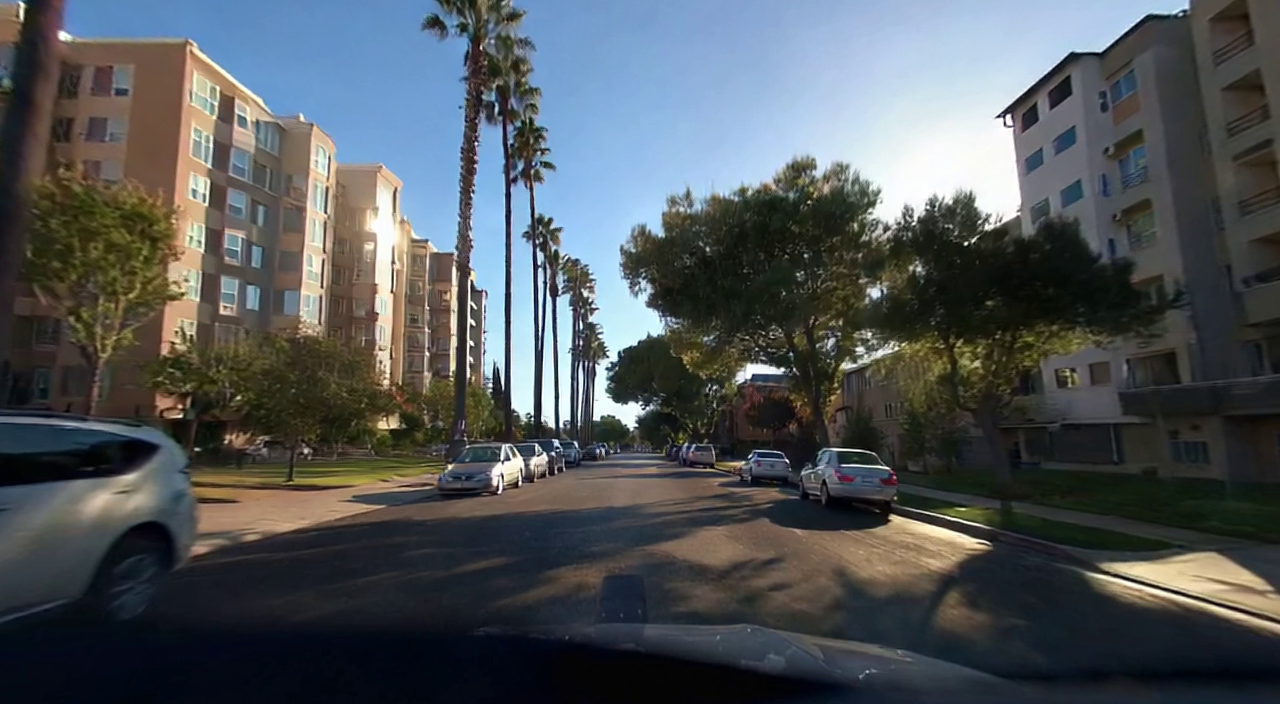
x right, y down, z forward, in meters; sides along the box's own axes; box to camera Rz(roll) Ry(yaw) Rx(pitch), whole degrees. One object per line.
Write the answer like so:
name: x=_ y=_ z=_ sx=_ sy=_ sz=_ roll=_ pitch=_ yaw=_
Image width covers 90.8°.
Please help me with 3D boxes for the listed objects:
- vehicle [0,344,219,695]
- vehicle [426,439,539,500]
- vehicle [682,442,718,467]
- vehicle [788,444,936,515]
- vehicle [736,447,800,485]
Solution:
vehicle: x=-4.610 y=0.784 z=2.641 sx=1.999 sy=1.945 sz=5.026 roll=1 pitch=-8 yaw=3
vehicle: x=-4.483 y=3.419 z=18.851 sx=2.066 sy=1.506 sz=4.719 roll=1 pitch=-9 yaw=1
vehicle: x=4.419 y=7.642 z=47.322 sx=1.969 sy=1.782 sz=4.677 roll=1 pitch=-9 yaw=-4
vehicle: x=5.485 y=3.188 z=16.372 sx=2.121 sy=1.568 sz=4.473 roll=0 pitch=-8 yaw=-1
vehicle: x=5.328 y=4.790 z=26.772 sx=1.812 sy=1.461 sz=3.575 roll=0 pitch=-8 yaw=-2
